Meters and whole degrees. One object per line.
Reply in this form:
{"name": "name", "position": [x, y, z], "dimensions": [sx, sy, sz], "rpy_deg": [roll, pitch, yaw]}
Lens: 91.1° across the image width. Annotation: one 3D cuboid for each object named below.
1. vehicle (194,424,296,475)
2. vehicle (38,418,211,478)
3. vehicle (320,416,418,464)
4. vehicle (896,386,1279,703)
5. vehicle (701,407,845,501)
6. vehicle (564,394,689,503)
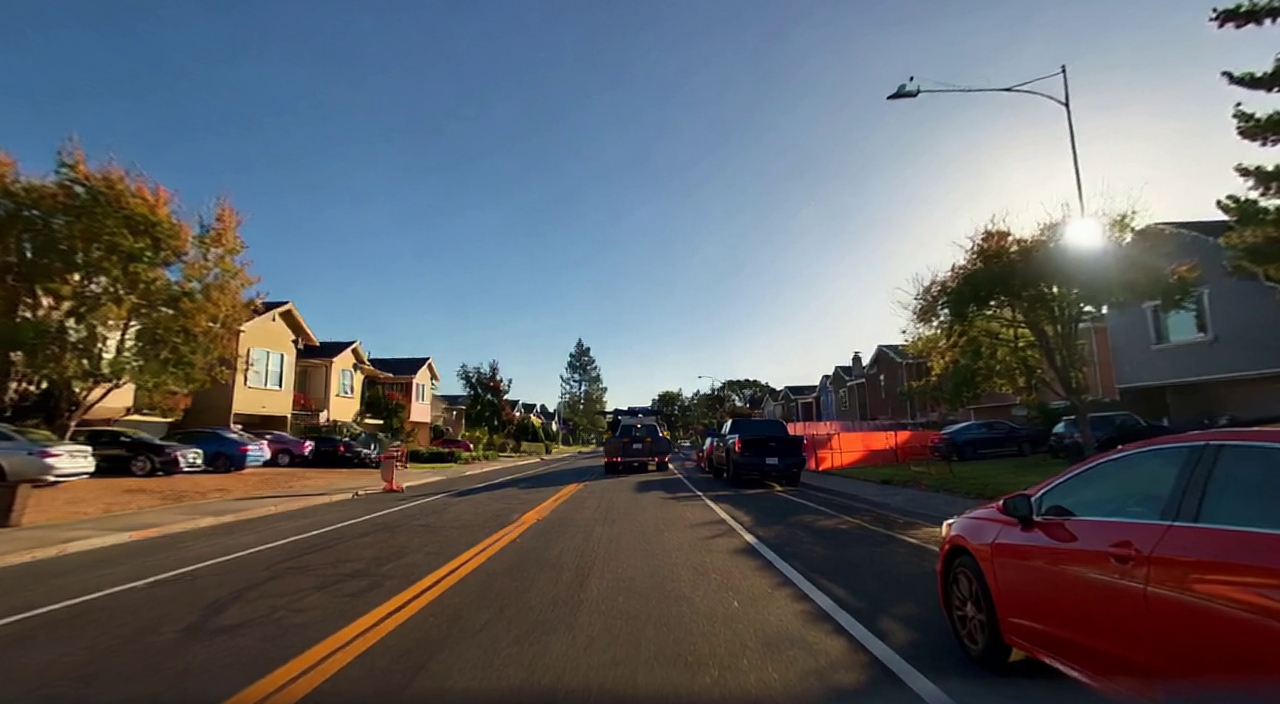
{"name": "vehicle", "position": [-14.943, 3.709, 24.043], "dimensions": [2.010, 1.721, 4.499], "rpy_deg": [2, -9, -16]}
{"name": "vehicle", "position": [-16.870, 3.155, 20.666], "dimensions": [4.184, 1.831, 1.940], "rpy_deg": [-1, -9, 8]}
{"name": "vehicle", "position": [-13.397, 4.442, 31.537], "dimensions": [2.475, 2.157, 5.567], "rpy_deg": [0, -8, -1]}
{"name": "vehicle", "position": [3.000, 0.953, 2.573], "dimensions": [2.010, 1.499, 4.481], "rpy_deg": [0, -8, 0]}
{"name": "vehicle", "position": [3.112, 2.593, 16.243], "dimensions": [2.486, 1.993, 5.667], "rpy_deg": [0, -8, 0]}
{"name": "vehicle", "position": [-0.228, 2.609, 17.291], "dimensions": [2.751, 2.361, 6.347], "rpy_deg": [2, -8, 2]}
